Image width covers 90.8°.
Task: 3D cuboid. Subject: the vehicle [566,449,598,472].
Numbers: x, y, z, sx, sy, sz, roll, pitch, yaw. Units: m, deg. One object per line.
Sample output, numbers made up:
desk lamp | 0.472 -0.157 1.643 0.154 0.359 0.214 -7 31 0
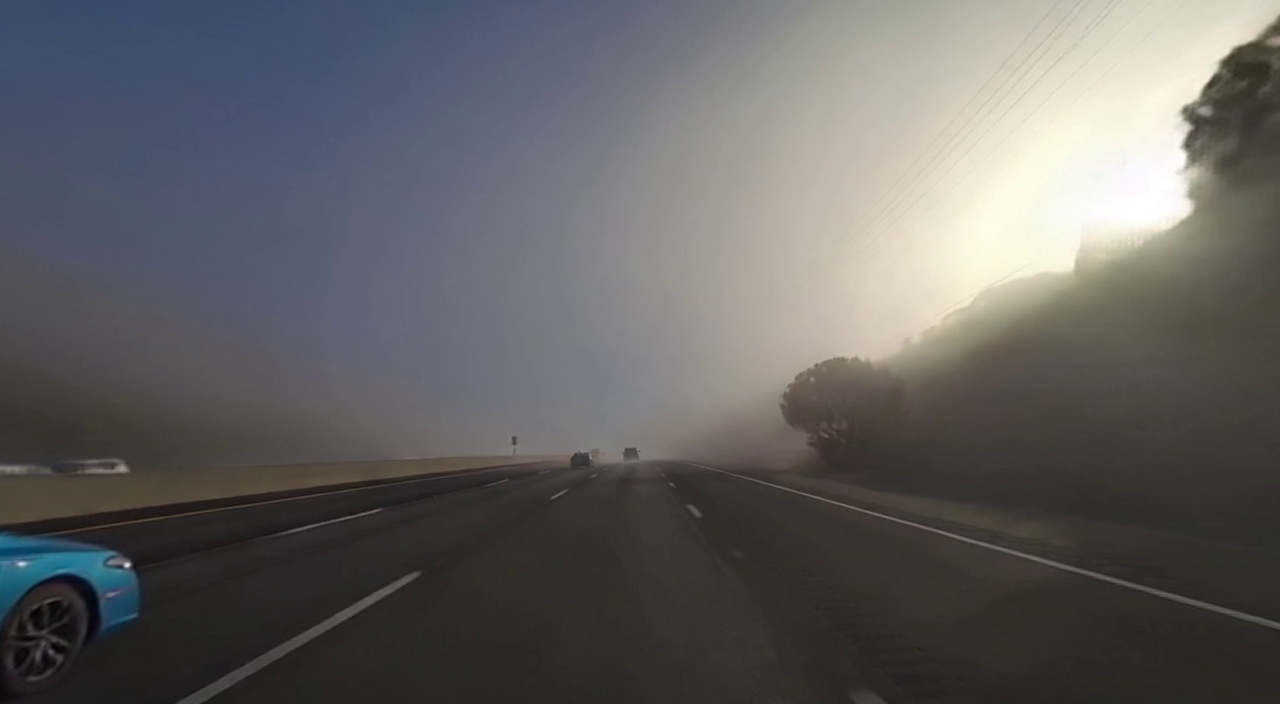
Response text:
vehicle | -4.134 7.775 45.464 1.924 1.511 4.079 0 -9 0

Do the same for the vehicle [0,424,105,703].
vehicle | -4.190 0.816 1.168 2.064 1.489 4.966 0 -9 0
